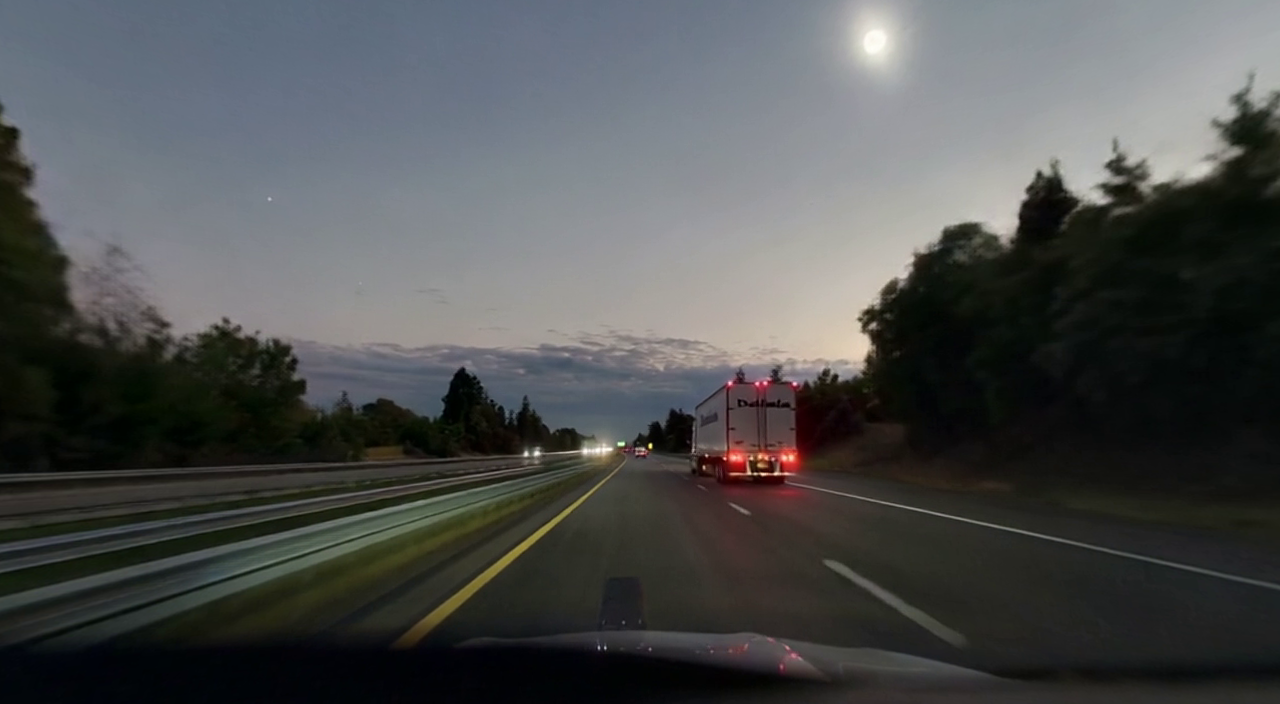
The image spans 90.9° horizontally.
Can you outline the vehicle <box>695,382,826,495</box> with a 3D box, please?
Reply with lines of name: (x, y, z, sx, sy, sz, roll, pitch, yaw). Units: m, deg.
vehicle: (4.175, 3.526, 25.042, 2.876, 3.419, 11.591, 0, -9, 0)
